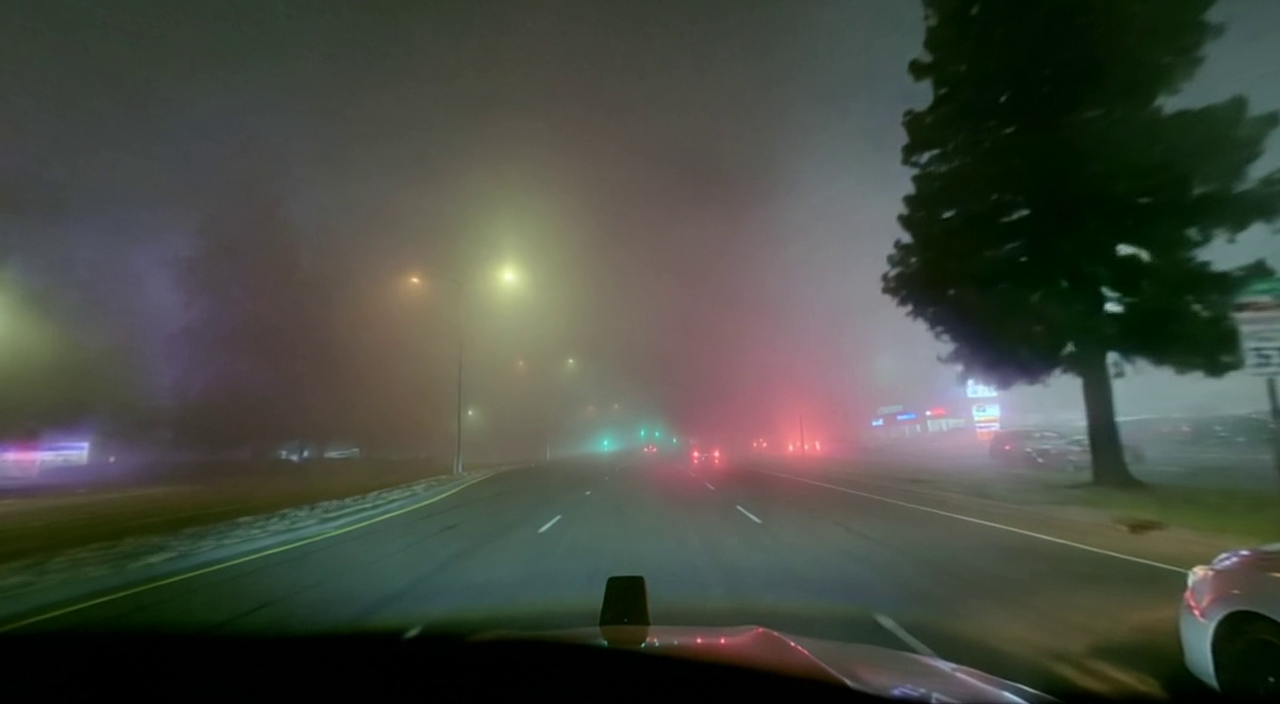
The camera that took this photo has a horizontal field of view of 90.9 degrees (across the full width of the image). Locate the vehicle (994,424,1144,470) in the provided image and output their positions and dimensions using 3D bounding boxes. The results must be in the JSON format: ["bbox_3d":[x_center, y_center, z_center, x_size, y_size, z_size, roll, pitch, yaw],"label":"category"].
[{"bbox_3d":[17.329,3.867,25.665,4.475,1.739,2.151,0,-8,0],"label":"vehicle"}]

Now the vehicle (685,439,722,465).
[{"bbox_3d":[4.302,6.852,43.223,2.007,1.683,4.171,0,-8,-1],"label":"vehicle"}]

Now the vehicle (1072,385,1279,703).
[{"bbox_3d":[3.500,0.710,1.218,1.995,1.528,4.732,0,-8,1],"label":"vehicle"}]
